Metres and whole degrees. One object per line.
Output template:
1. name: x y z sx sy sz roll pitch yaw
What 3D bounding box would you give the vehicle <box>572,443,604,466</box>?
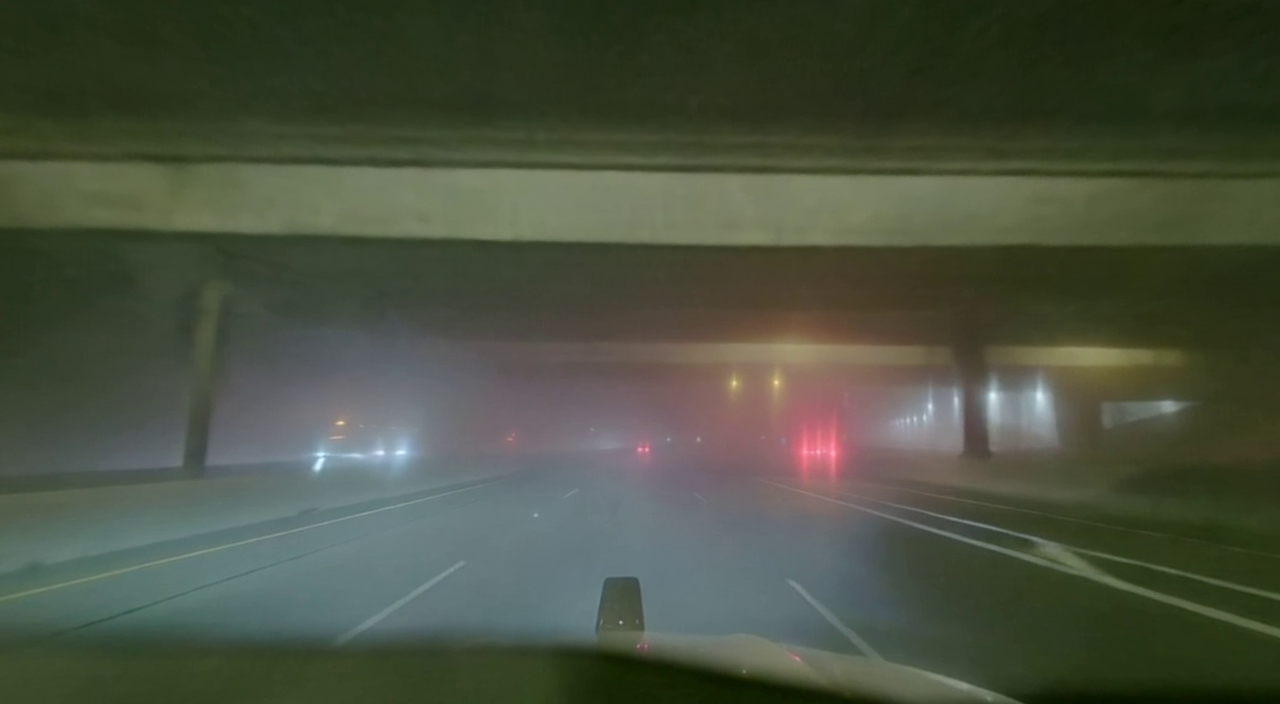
1. vehicle: -3.731 7.407 45.672 1.954 1.528 4.010 0 -9 1
